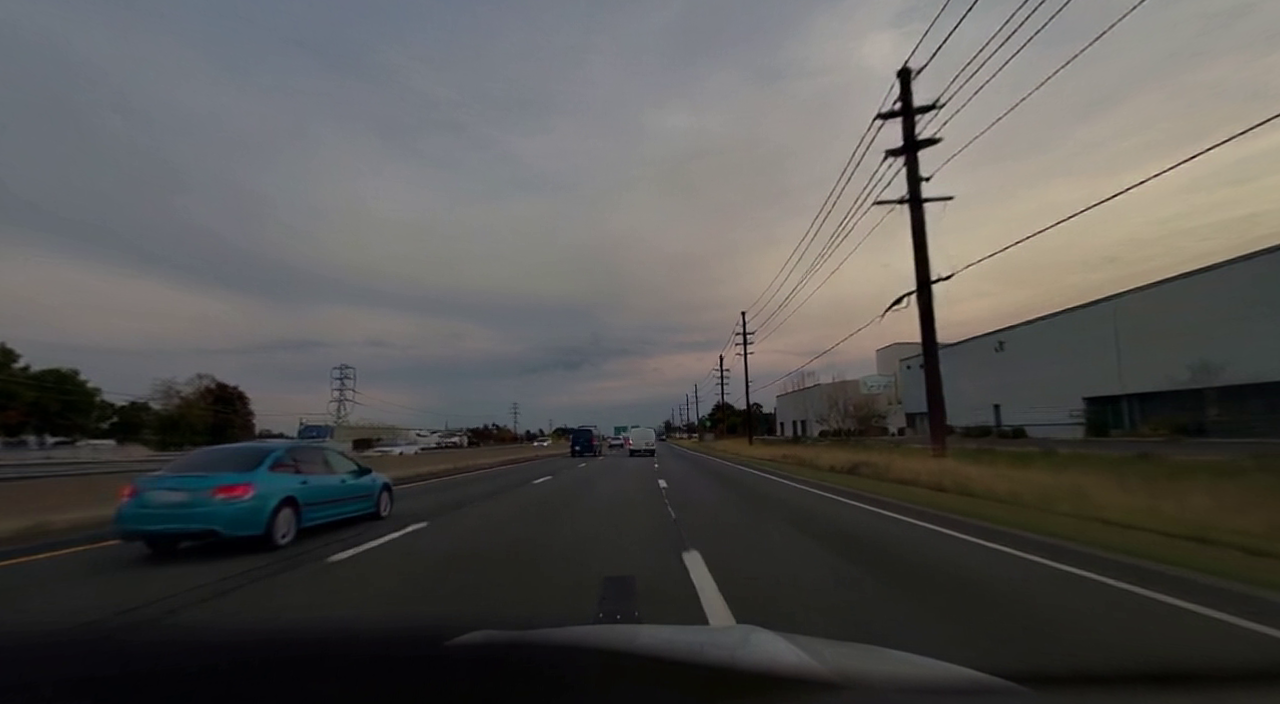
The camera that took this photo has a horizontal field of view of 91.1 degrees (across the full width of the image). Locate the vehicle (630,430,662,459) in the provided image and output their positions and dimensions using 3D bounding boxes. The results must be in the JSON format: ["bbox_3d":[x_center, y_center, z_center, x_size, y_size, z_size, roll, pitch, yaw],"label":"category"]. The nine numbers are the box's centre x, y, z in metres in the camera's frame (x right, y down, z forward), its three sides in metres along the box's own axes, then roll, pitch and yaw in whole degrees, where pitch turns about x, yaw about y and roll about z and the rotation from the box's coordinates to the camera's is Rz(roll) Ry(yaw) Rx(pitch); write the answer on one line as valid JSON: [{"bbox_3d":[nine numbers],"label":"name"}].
[{"bbox_3d":[0.390,6.852,46.650,2.213,1.997,4.456,0,-8,-1],"label":"vehicle"}]

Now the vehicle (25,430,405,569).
[{"bbox_3d":[-5.443,1.901,9.160,2.087,1.464,4.853,0,-8,1],"label":"vehicle"}]
